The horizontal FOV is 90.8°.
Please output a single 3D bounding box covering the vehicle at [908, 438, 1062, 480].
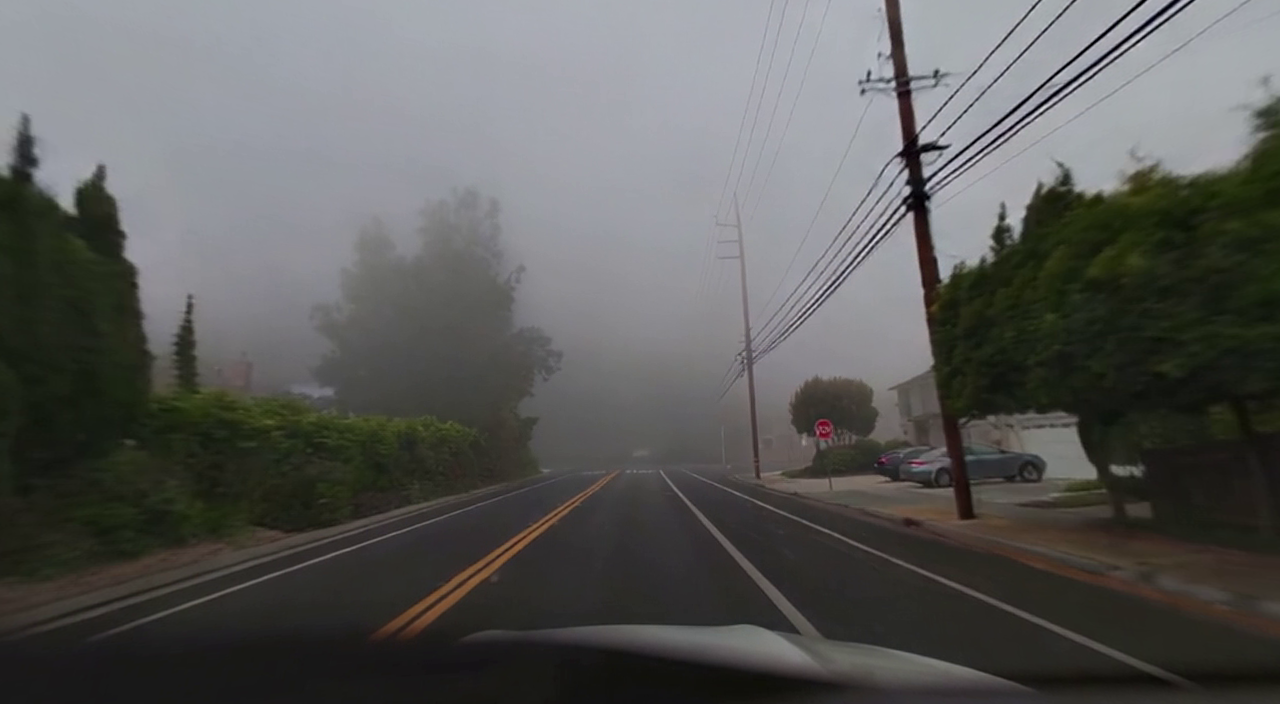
[{"bbox_3d":[12.833,4.007,23.717,4.650,1.484,1.929,0,-9,-1],"label":"vehicle"}]
